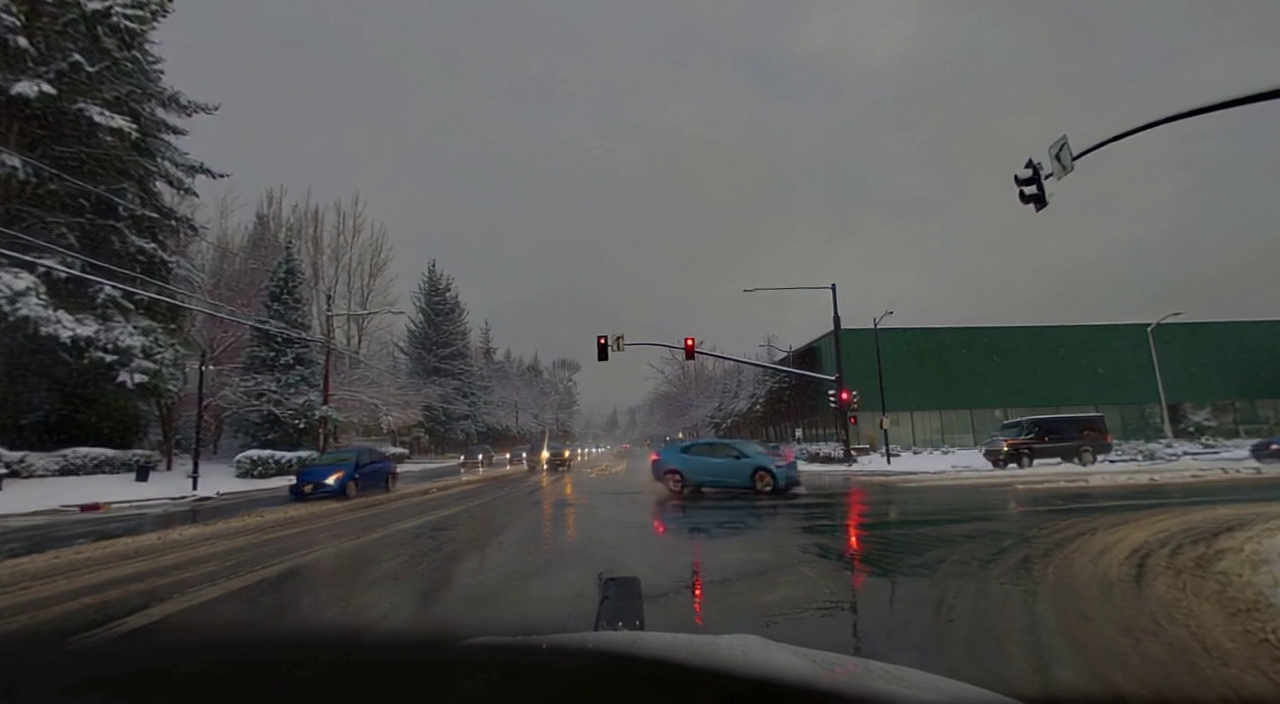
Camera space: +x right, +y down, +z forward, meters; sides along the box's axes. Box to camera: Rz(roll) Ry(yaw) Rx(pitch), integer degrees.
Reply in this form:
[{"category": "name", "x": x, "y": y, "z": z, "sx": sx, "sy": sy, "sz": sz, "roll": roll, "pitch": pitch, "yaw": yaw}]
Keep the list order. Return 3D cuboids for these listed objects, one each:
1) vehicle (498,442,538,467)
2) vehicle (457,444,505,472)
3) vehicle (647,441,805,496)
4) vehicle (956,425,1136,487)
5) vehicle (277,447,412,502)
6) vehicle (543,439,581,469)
[{"category": "vehicle", "x": -8.672, "y": 7.351, "z": 45.451, "sx": 2.087, "sy": 1.718, "sz": 4.700, "roll": 0, "pitch": -9, "yaw": -2}, {"category": "vehicle", "x": -8.886, "y": 5.957, "z": 35.610, "sx": 1.779, "sy": 1.460, "sz": 4.463, "roll": 0, "pitch": -9, "yaw": -4}, {"category": "vehicle", "x": 2.427, "y": 3.350, "z": 18.538, "sx": 4.228, "sy": 1.416, "sz": 1.846, "roll": -7, "pitch": -11, "yaw": 40}, {"category": "vehicle", "x": 14.838, "y": 3.772, "z": 23.118, "sx": 5.910, "sy": 2.046, "sz": 2.228, "roll": 3, "pitch": -9, "yaw": -19}, {"category": "vehicle", "x": -8.812, "y": 3.652, "z": 19.335, "sx": 2.024, "sy": 1.460, "sz": 4.381, "roll": 0, "pitch": -9, "yaw": 0}, {"category": "vehicle", "x": -4.690, "y": 6.160, "z": 38.406, "sx": 1.975, "sy": 1.642, "sz": 4.846, "roll": 0, "pitch": -8, "yaw": -3}]
